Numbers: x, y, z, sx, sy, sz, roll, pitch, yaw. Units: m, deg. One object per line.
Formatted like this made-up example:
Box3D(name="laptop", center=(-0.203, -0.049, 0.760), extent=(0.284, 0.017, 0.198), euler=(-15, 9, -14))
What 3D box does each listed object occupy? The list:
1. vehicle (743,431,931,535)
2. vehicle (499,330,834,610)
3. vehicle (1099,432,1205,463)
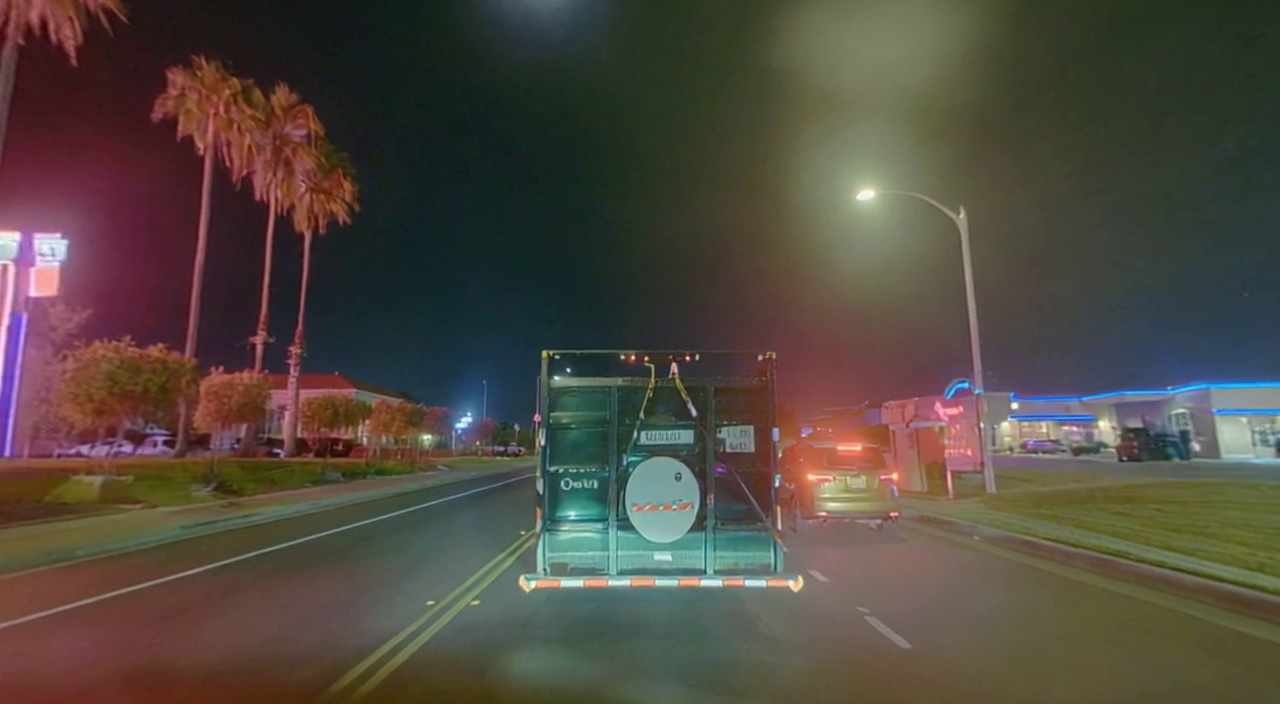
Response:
Box3D(name="vehicle", center=(3.223, 2.217, 11.282), extent=(2.010, 1.499, 4.107), euler=(0, -8, 0))
Box3D(name="vehicle", center=(0.187, 1.430, 8.492), extent=(2.728, 2.305, 6.506), euler=(0, -8, -1))
Box3D(name="vehicle", center=(28.544, 5.332, 35.177), extent=(4.193, 1.633, 1.928), euler=(-5, -9, 26))
